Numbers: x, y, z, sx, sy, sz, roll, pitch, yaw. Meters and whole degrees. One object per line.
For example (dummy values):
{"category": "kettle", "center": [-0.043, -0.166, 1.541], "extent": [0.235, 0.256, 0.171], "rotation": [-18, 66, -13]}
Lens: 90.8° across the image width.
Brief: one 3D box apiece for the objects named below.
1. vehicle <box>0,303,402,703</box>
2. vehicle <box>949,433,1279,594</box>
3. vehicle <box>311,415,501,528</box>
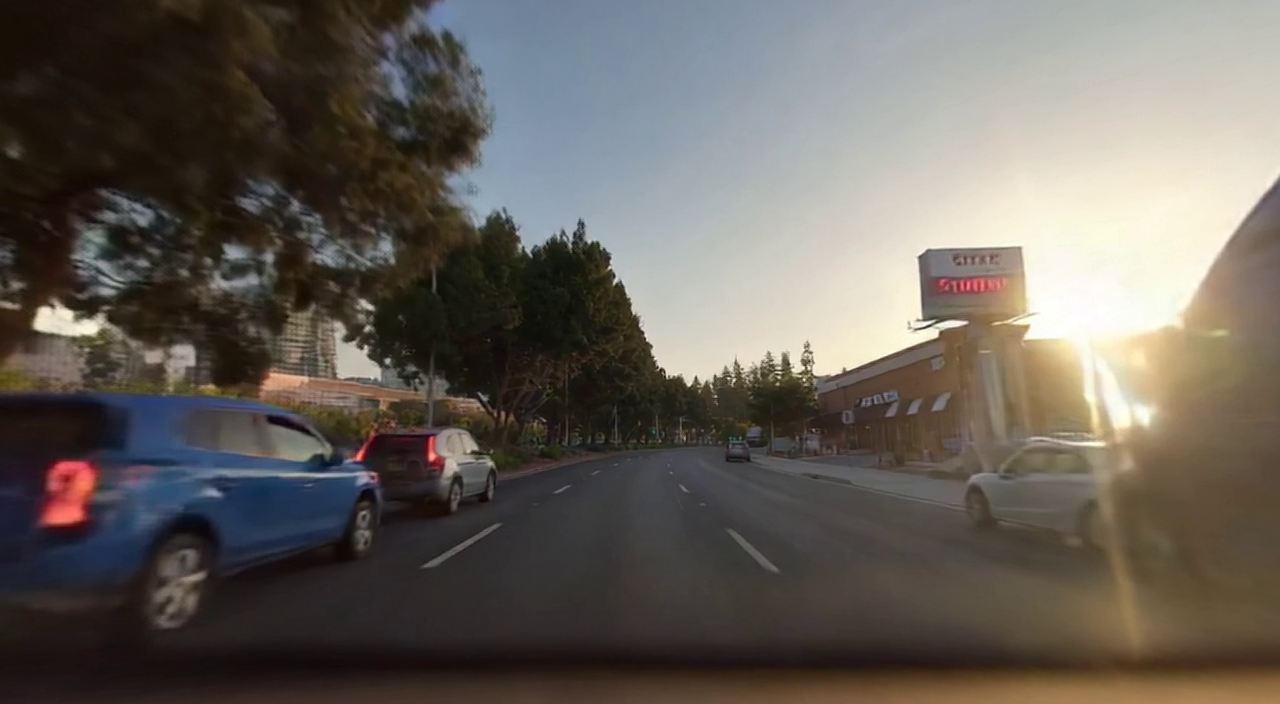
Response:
{"category": "vehicle", "center": [-4.488, 1.196, 6.021], "extent": [2.270, 2.068, 5.865], "rotation": [0, -8, -2]}
{"category": "vehicle", "center": [6.252, 1.850, 8.278], "extent": [2.024, 1.484, 4.585], "rotation": [0, -8, -1]}
{"category": "vehicle", "center": [-4.508, 2.377, 13.173], "extent": [2.238, 1.864, 4.740], "rotation": [-1, -8, -1]}
